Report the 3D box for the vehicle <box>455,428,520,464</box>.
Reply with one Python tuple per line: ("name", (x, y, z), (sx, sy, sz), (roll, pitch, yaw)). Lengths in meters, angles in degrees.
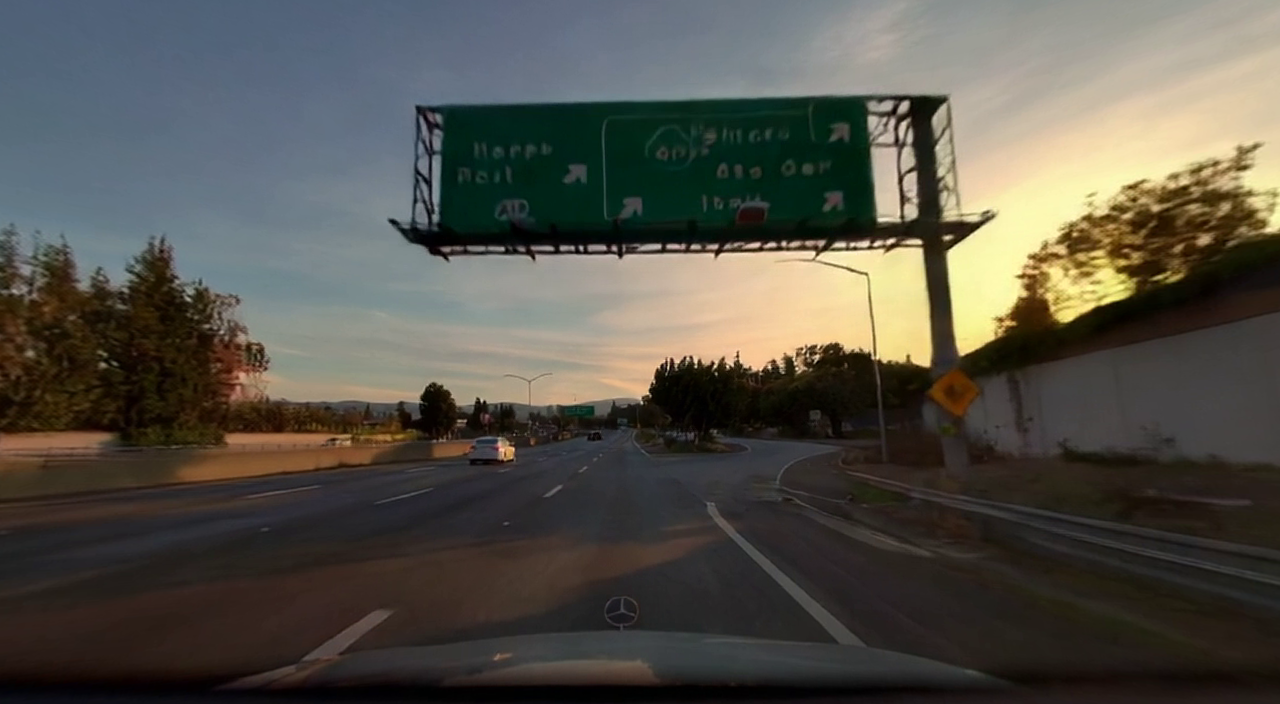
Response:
("vehicle", (-7.698, 4.815, 32.371), (2.115, 1.711, 4.722), (0, -8, 1))
